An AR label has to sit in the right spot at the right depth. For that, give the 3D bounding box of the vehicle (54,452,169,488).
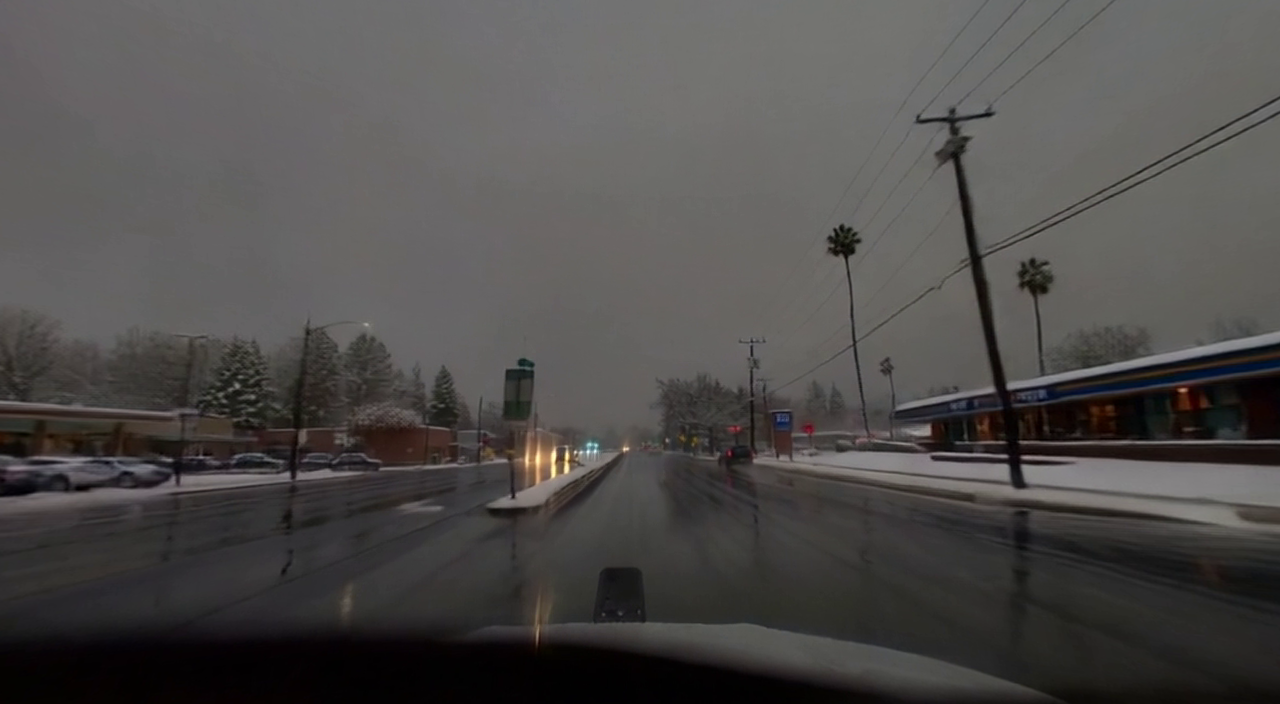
[{"bbox_3d":[-27.758,6.190,33.419,2.113,1.684,4.498,-1,-9,1],"label":"vehicle"}]

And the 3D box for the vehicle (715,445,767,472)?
[{"bbox_3d":[5.952,6.349,37.772,2.261,1.479,4.403,0,-9,-2],"label":"vehicle"}]
